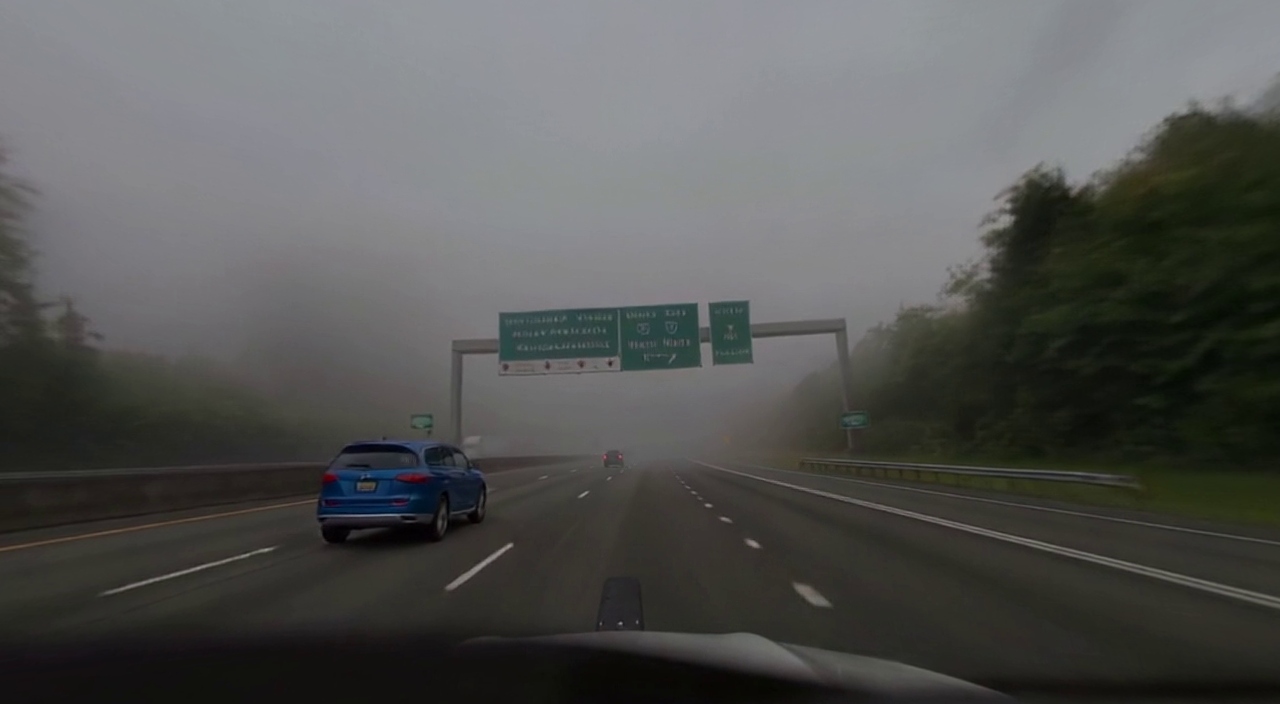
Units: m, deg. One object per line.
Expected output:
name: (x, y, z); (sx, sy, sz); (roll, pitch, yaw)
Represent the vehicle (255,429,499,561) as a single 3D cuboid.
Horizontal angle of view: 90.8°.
vehicle: (-3.752, 2.097, 9.998); (2.016, 1.623, 4.126); (0, -9, 1)
